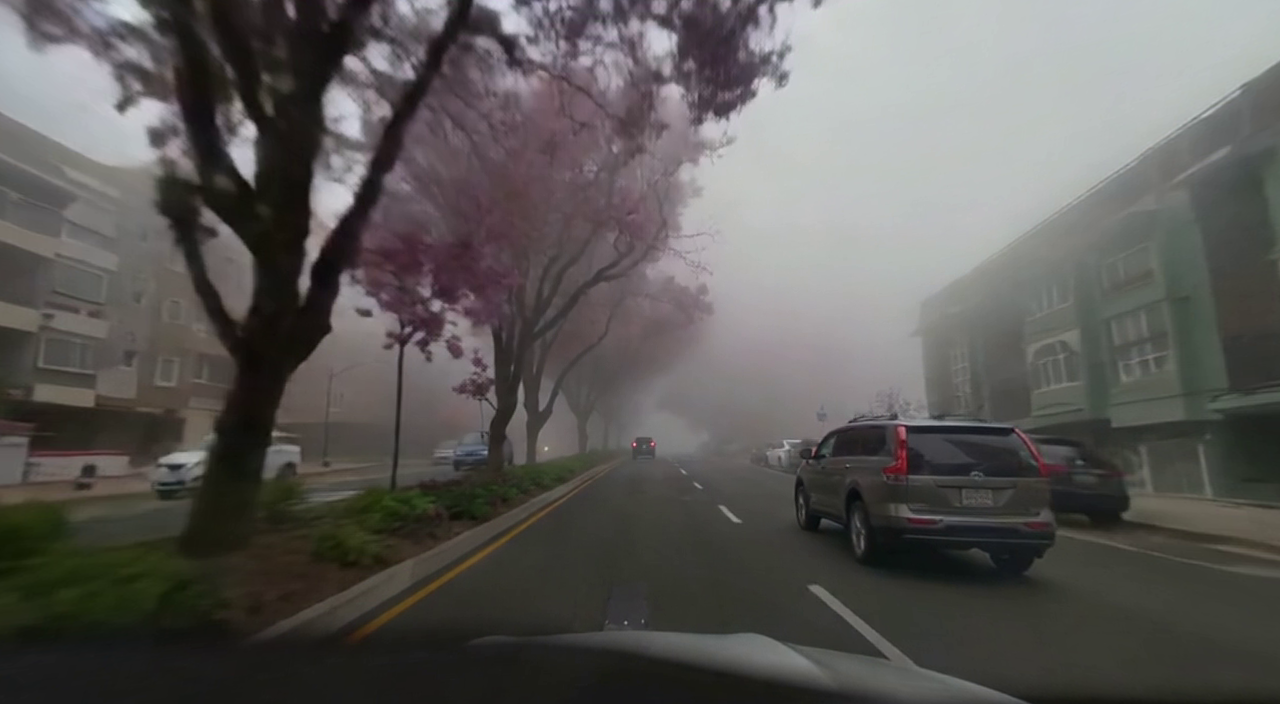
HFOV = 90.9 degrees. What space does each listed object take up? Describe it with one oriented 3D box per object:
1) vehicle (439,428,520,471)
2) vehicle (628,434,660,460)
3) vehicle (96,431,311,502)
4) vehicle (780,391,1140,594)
[{"bbox_3d":[-7.682,4.754,30.882,2.249,1.898,5.815,-1,-8,2],"label":"vehicle"},{"bbox_3d":[0.322,6.940,46.035,2.244,1.813,4.129,0,-8,2],"label":"vehicle"},{"bbox_3d":[-11.923,3.147,17.907,2.191,1.684,5.428,0,-8,1],"label":"vehicle"},{"bbox_3d":[3.286,1.548,7.808,2.071,1.747,4.549,0,-8,0],"label":"vehicle"}]
